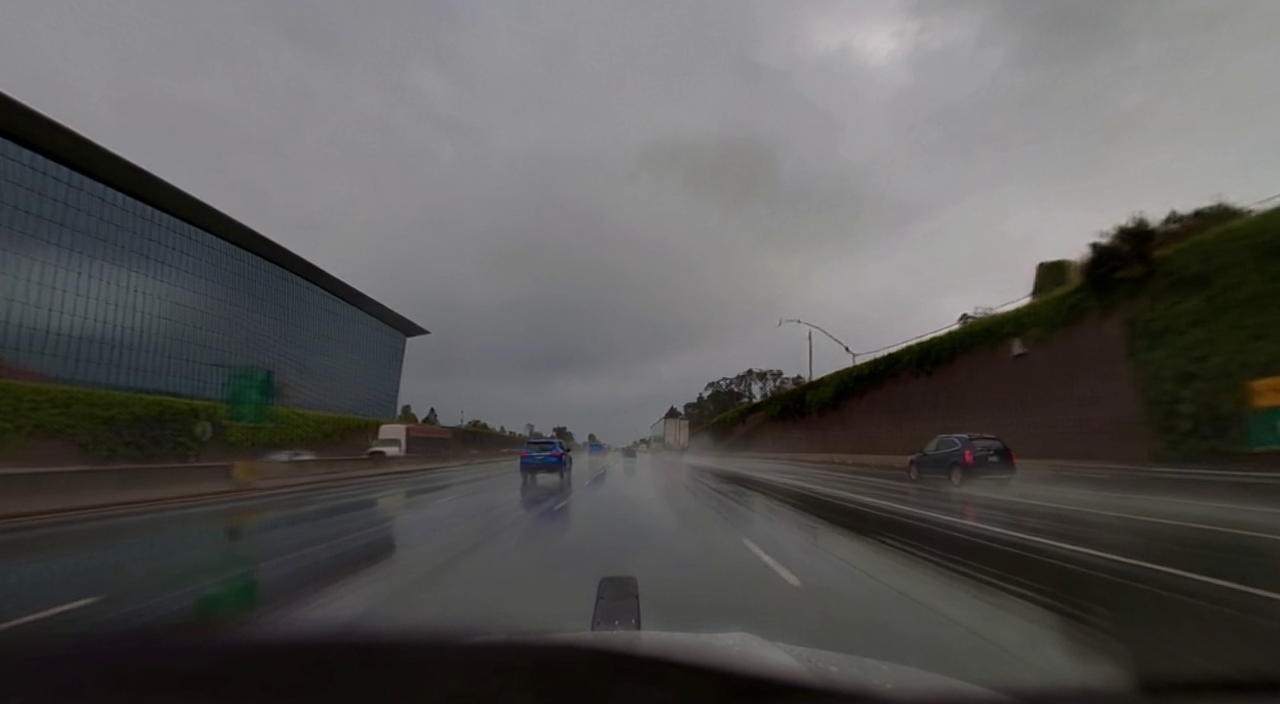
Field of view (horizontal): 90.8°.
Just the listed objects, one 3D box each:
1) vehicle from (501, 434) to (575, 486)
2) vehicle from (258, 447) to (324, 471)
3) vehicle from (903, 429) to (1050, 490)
[{"bbox_3d":[-3.569,3.886,22.928,2.039,1.710,4.237,0,-9,-1],"label":"vehicle"},{"bbox_3d":[-23.534,7.214,42.792,1.904,1.491,4.603,0,-9,0],"label":"vehicle"},{"bbox_3d":[11.132,3.622,21.489,2.089,1.787,5.080,0,-9,-1],"label":"vehicle"}]
